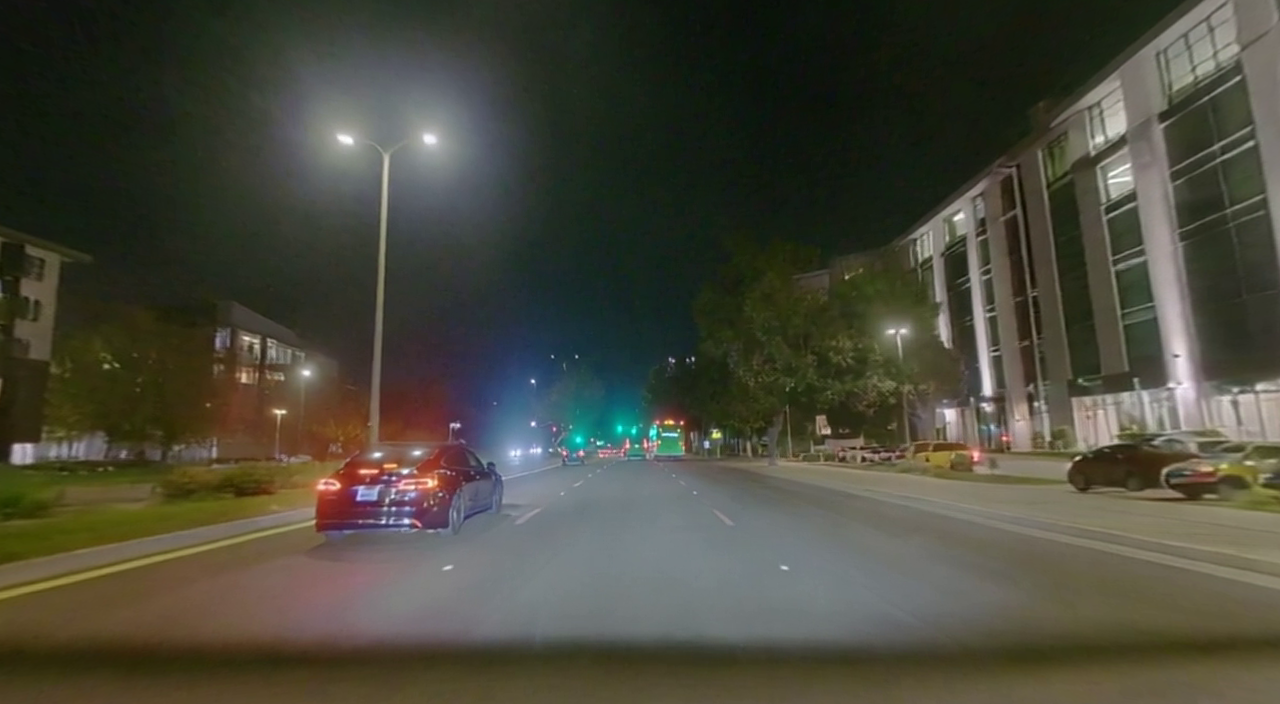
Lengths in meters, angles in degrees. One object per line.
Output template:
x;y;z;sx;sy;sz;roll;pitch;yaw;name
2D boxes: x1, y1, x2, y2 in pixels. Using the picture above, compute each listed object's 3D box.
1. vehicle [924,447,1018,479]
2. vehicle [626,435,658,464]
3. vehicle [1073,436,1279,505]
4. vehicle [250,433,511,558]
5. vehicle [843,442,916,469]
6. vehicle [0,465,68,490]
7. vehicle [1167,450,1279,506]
16.079;5.404;30.807;3.495;1.485;1.806;0;-9;-1;vehicle
0.053;7.603;49.336;2.336;2.122;5.207;0;-9;-2;vehicle
17.088;3.789;20.366;4.520;1.834;2.167;-3;-10;0;vehicle
-3.579;2.064;9.880;2.120;1.481;4.535;0;-9;1;vehicle
16.865;7.315;44.570;4.402;1.546;1.628;-3;-10;0;vehicle
-39.516;8.069;40.836;1.633;1.433;3.617;0;-9;-1;vehicle
17.165;3.429;17.381;3.722;1.408;1.766;0;-9;-1;vehicle
